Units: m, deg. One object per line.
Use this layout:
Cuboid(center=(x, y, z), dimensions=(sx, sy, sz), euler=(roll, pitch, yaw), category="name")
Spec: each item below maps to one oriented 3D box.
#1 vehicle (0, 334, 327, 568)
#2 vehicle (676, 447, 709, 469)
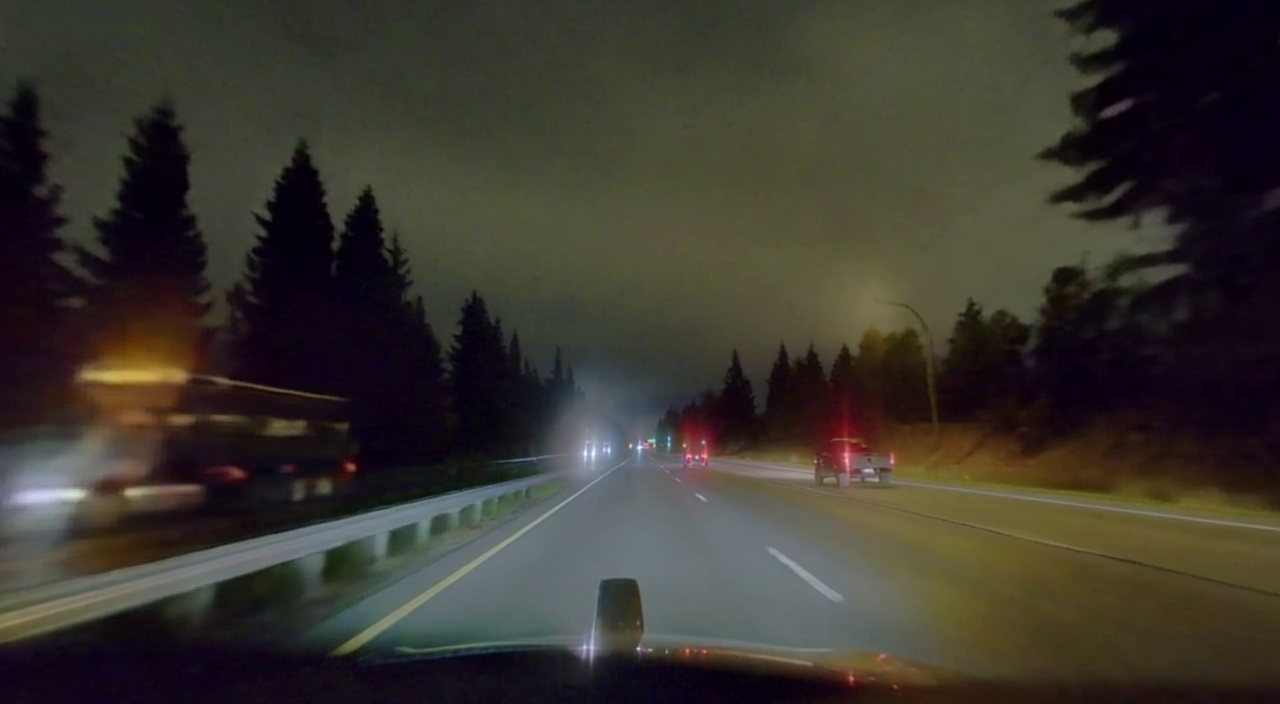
Cuboid(center=(-12.785, 2.392, 15.179), dimensions=(3.267, 4.040, 13.923), euler=(0, -9, 0), category="vehicle")
Cuboid(center=(3.931, 7.962, 47.595), dimensions=(2.013, 1.584, 3.995), euler=(0, -9, -1), category="vehicle")
